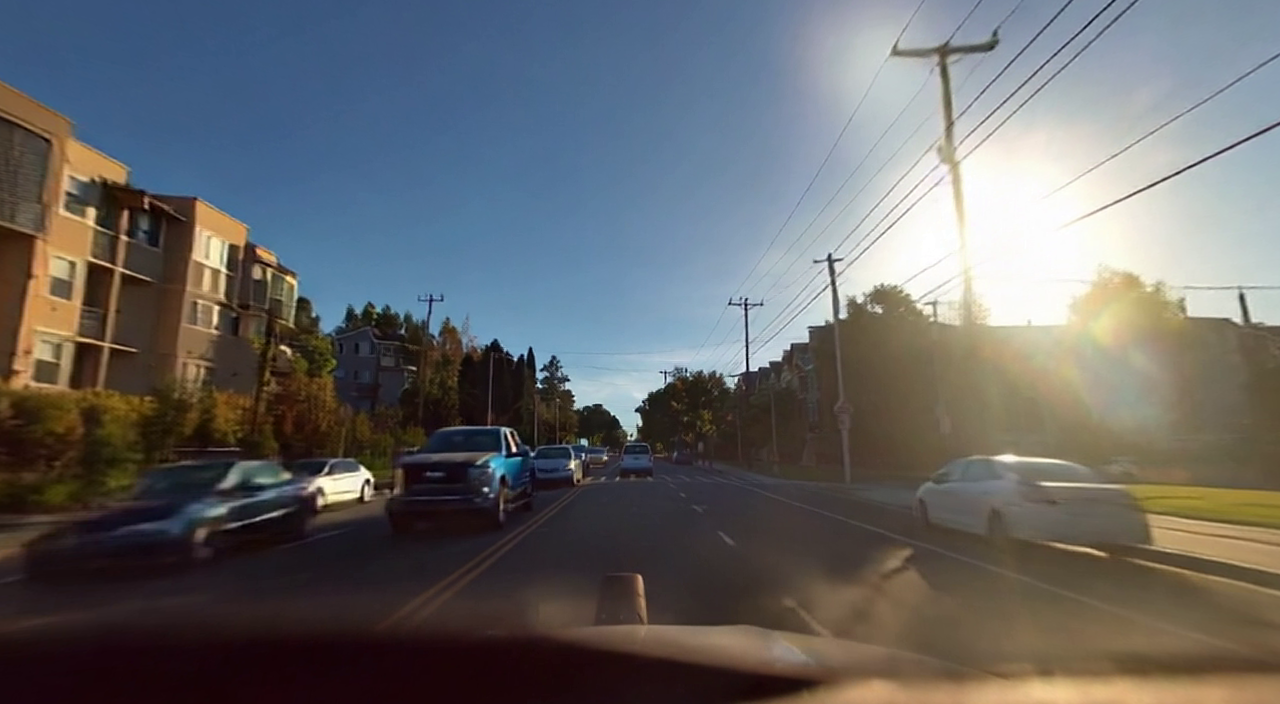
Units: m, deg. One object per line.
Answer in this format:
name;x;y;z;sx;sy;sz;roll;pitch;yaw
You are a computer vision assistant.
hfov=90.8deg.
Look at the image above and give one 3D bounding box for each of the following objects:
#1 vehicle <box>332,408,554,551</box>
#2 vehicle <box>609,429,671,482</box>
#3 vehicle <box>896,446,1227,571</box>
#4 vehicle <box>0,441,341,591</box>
vehicle;-2.941;2.051;10.869;2.178;1.861;4.920;0;-9;0
vehicle;0.050;4.233;25.747;2.308;1.940;4.125;-1;-10;1
vehicle;6.119;2.278;10.141;1.943;1.490;4.783;1;-9;-1
vehicle;-6.239;2.000;8.712;1.917;1.467;4.653;0;-9;0
